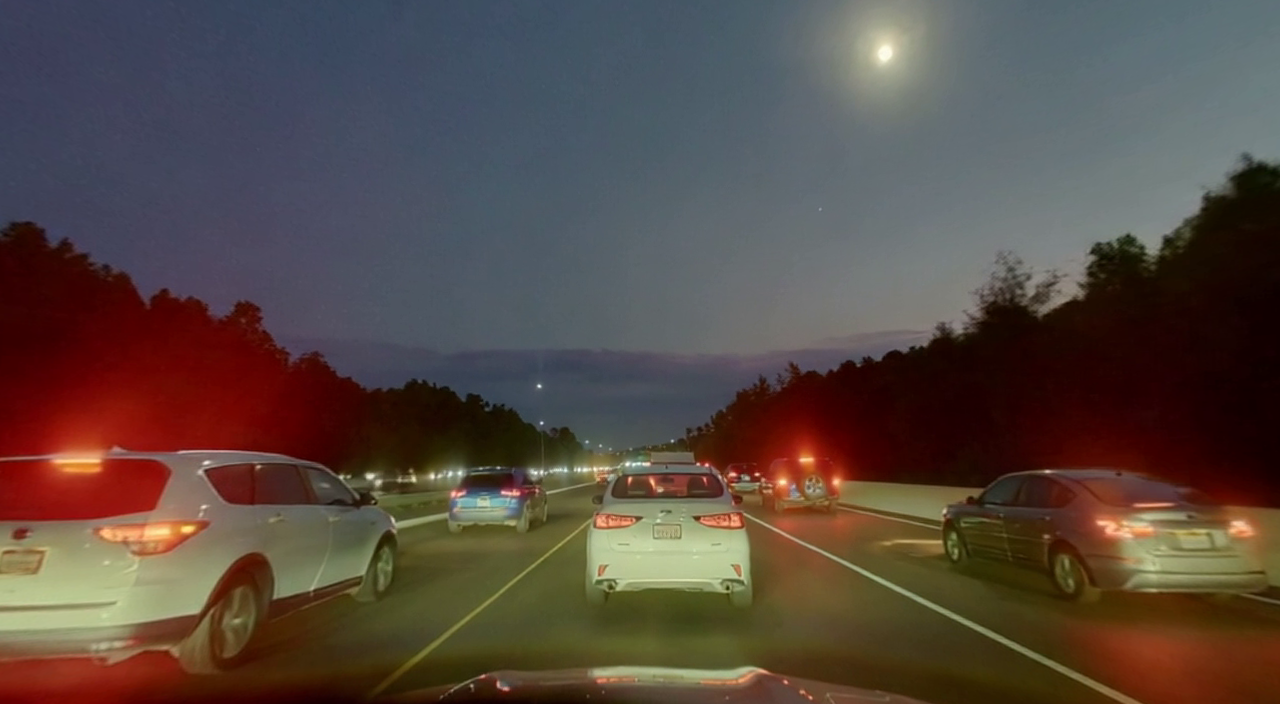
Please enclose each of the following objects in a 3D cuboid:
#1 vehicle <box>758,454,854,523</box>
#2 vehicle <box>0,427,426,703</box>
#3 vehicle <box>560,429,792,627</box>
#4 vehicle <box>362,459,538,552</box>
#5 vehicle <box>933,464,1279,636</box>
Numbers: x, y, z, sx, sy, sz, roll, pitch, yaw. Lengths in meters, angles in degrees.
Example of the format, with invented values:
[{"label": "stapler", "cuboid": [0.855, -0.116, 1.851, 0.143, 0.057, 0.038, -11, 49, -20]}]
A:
[{"label": "vehicle", "cuboid": [5.054, 4.217, 19.840, 1.984, 1.876, 4.287, 0, -11, 2]}, {"label": "vehicle", "cuboid": [-3.785, 1.624, 5.833, 1.994, 1.556, 4.263, 0, -11, 1]}, {"label": "vehicle", "cuboid": [0.341, 1.958, 7.770, 2.057, 1.725, 4.126, 1, -11, 0]}, {"label": "vehicle", "cuboid": [-3.559, 2.997, 12.878, 1.960, 1.502, 4.593, 0, -11, 3]}, {"label": "vehicle", "cuboid": [5.578, 2.126, 7.685, 1.919, 1.437, 4.436, 1, -11, 1]}]
